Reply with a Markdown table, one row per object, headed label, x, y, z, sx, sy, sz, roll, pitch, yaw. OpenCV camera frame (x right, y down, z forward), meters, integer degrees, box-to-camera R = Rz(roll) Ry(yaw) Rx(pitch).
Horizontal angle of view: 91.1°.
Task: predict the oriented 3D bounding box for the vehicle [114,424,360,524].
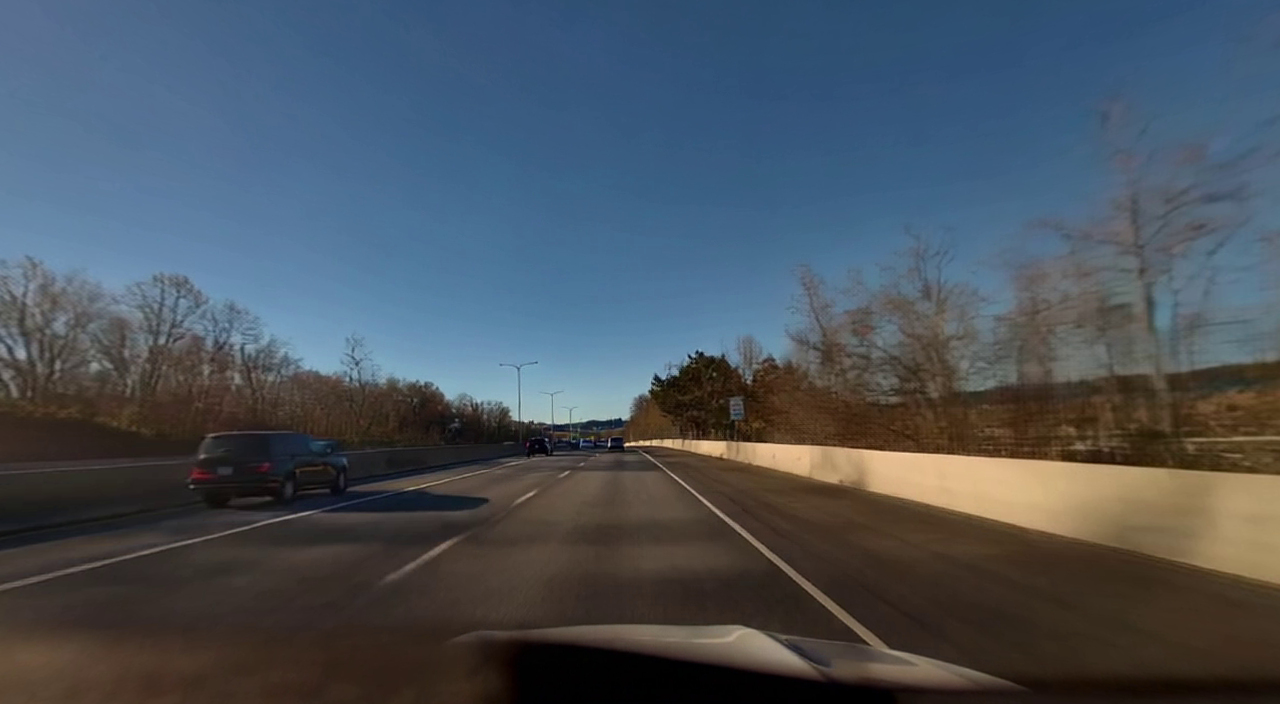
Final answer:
| label | x | y | z | sx | sy | sz | roll | pitch | yaw |
| --- | --- | --- | --- | --- | --- | --- | --- | --- | --- |
| vehicle | -7.254 | 2.198 | 11.993 | 1.972 | 1.532 | 4.222 | 0 | -8 | -1 |

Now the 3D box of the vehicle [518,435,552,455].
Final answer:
| label | x | y | z | sx | sy | sz | roll | pitch | yaw |
| --- | --- | --- | --- | --- | --- | --- | --- | --- | --- |
| vehicle | -8.089 | 7.192 | 48.765 | 1.988 | 1.505 | 4.044 | 0 | -8 | -2 |
